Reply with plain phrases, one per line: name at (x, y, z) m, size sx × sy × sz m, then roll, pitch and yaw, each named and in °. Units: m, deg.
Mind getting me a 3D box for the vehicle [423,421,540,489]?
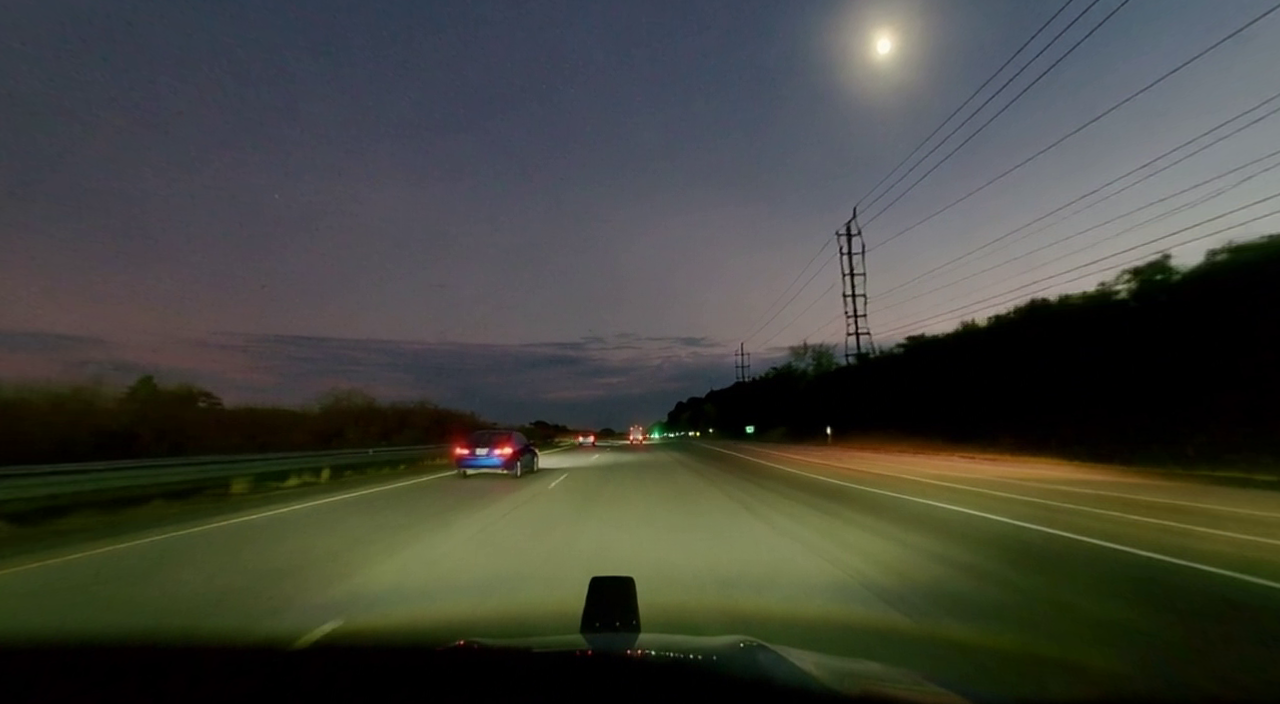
vehicle at (-4.076, 2.699, 16.938) m, size 2.023 × 1.580 × 4.259 m, roll 0°, pitch -8°, yaw 0°
